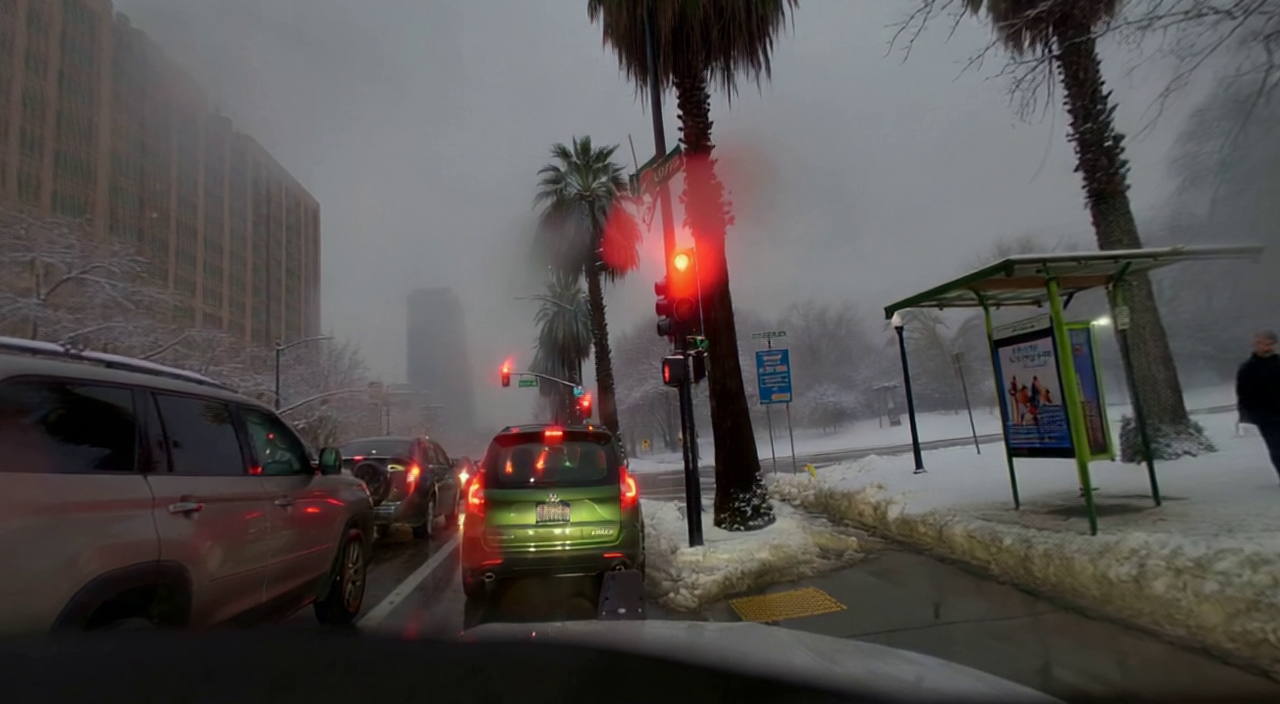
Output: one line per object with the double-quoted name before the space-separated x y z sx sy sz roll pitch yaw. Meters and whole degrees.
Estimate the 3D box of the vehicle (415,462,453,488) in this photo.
"vehicle" -14.623 8.688 44.989 1.964 1.642 4.085 1 -9 -10

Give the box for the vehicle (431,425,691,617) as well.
"vehicle" -1.014 1.651 7.233 2.065 1.467 4.289 2 -9 -11

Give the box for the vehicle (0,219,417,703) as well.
"vehicle" -2.766 0.907 3.227 2.098 1.851 4.571 1 -9 -7
